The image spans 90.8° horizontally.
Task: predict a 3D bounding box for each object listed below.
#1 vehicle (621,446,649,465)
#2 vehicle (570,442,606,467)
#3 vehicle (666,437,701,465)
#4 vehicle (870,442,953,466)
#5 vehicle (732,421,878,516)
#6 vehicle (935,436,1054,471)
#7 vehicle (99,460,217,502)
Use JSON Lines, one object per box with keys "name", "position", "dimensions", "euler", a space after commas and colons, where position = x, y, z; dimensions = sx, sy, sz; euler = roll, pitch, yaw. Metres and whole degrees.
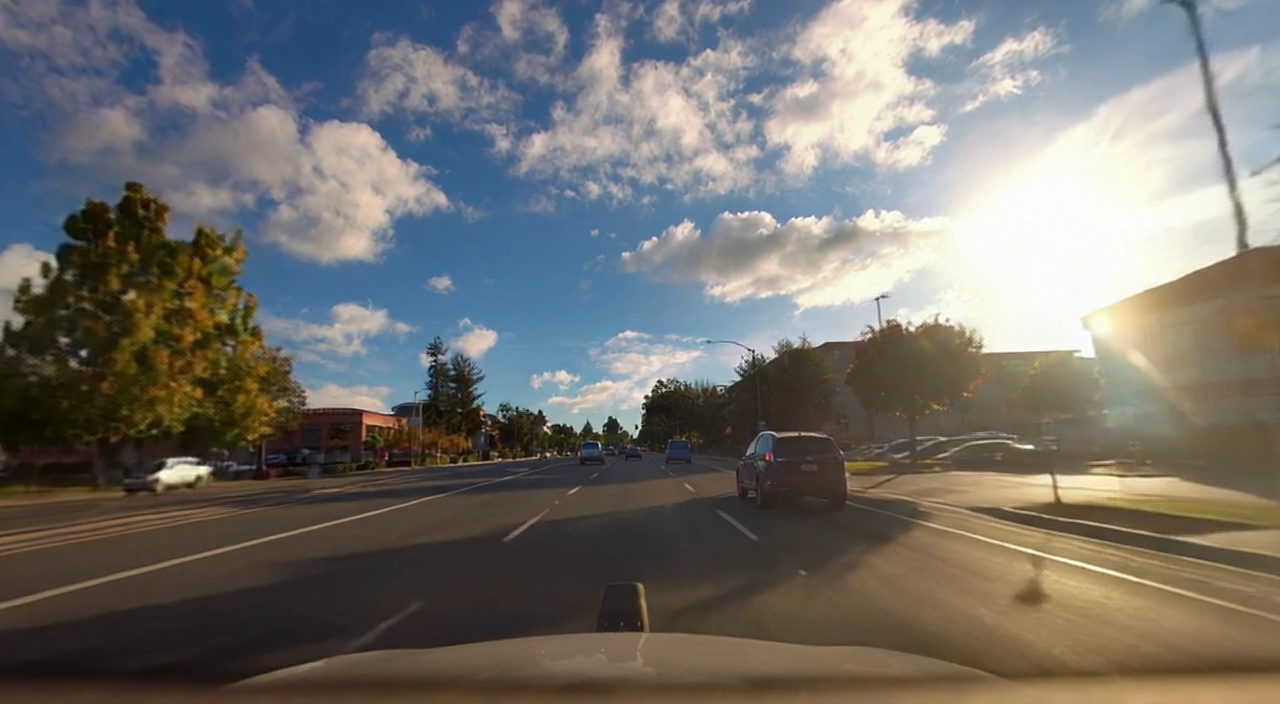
{"name": "vehicle", "position": [-0.395, 8.102, 49.559], "dimensions": [2.074, 1.463, 4.016], "euler": [0, -9, -1]}
{"name": "vehicle", "position": [-3.925, 7.825, 48.535], "dimensions": [2.220, 1.793, 4.885], "euler": [0, -9, 1]}
{"name": "vehicle", "position": [3.324, 7.689, 49.110], "dimensions": [2.197, 2.034, 4.667], "euler": [1, -9, -2]}
{"name": "vehicle", "position": [16.795, 6.307, 39.174], "dimensions": [4.203, 1.424, 2.077], "euler": [2, -9, -11]}
{"name": "vehicle", "position": [3.520, 2.595, 14.475], "dimensions": [2.060, 1.816, 4.343], "euler": [0, -9, -2]}
{"name": "vehicle", "position": [18.024, 5.166, 32.213], "dimensions": [4.970, 1.700, 2.108], "euler": [2, -9, -11]}
{"name": "vehicle", "position": [-20.569, 5.493, 27.204], "dimensions": [1.823, 1.561, 3.987], "euler": [0, -9, 1]}
